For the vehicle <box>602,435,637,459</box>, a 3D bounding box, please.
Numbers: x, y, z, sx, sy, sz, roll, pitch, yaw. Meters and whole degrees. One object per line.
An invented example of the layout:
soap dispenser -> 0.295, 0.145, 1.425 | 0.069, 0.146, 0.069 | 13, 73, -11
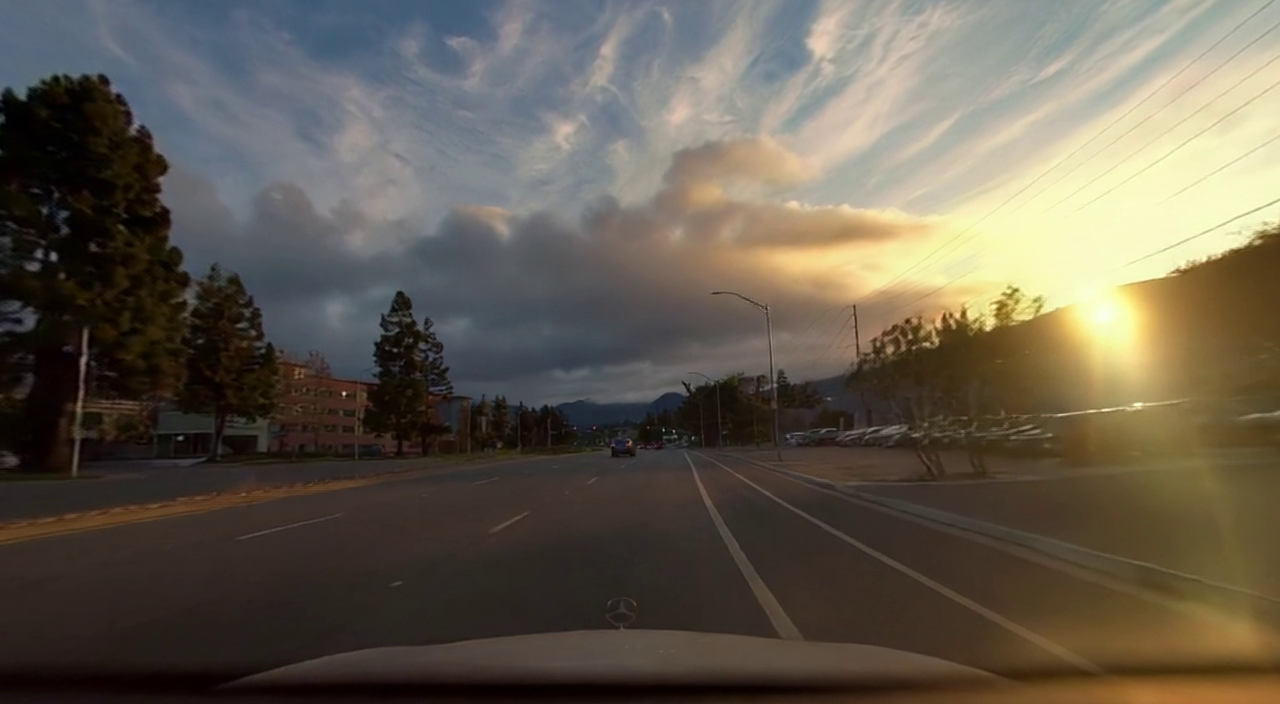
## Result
vehicle -> -1.379, 6.760, 44.983 | 2.121, 1.654, 3.993 | -1, -8, 4
